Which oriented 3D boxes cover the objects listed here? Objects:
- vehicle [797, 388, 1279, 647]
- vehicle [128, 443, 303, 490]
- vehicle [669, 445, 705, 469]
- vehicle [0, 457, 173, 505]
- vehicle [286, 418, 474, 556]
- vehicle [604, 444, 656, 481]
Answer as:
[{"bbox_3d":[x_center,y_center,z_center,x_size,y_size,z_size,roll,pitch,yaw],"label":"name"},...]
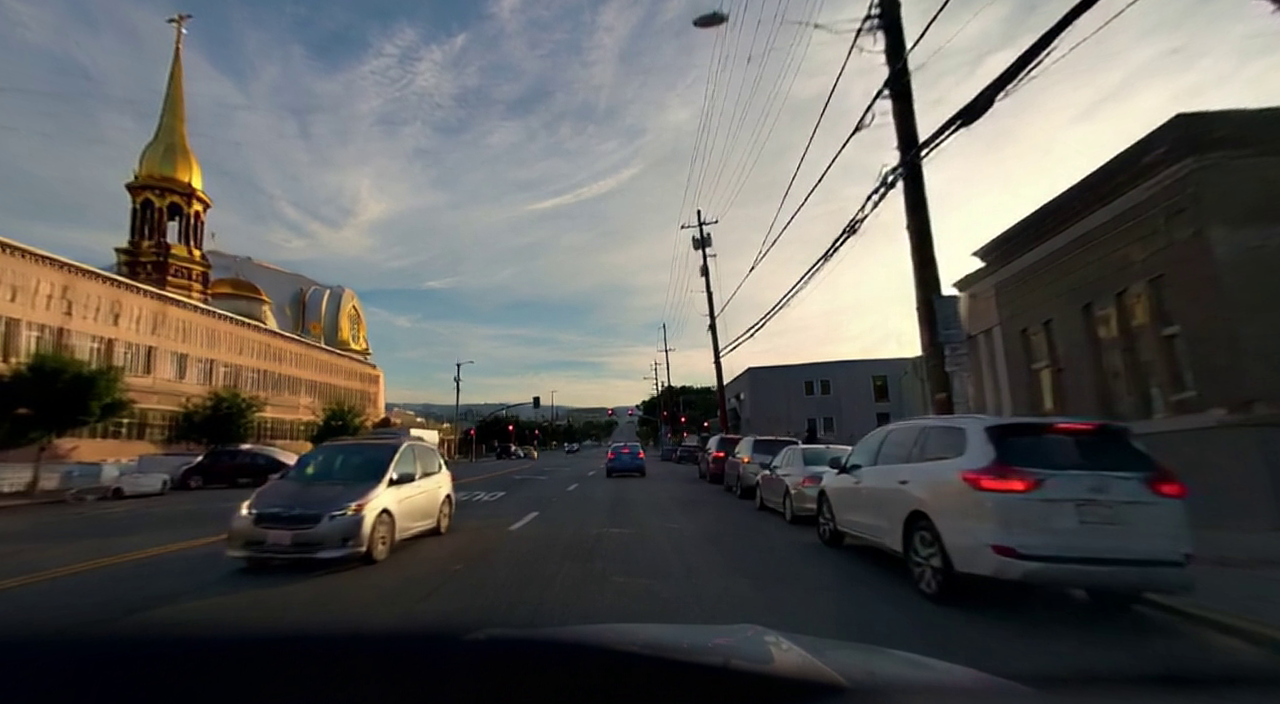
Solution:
[{"bbox_3d":[3.557,1.575,7.178,2.106,1.750,5.328,2,-9,-1],"label":"vehicle"},{"bbox_3d":[-18.304,4.946,27.462,5.873,1.917,2.472,-1,-8,3],"label":"vehicle"},{"bbox_3d":[3.271,7.390,44.750,1.944,1.530,4.539,0,-8,-4],"label":"vehicle"},{"bbox_3d":[-18.755,4.319,21.316,4.465,1.496,1.836,0,-8,0],"label":"vehicle"},{"bbox_3d":[-4.149,2.059,10.499,2.240,1.731,4.470,3,-9,-20],"label":"vehicle"},{"bbox_3d":[-0.402,4.678,27.113,2.049,1.453,4.299,0,-8,0],"label":"vehicle"}]
